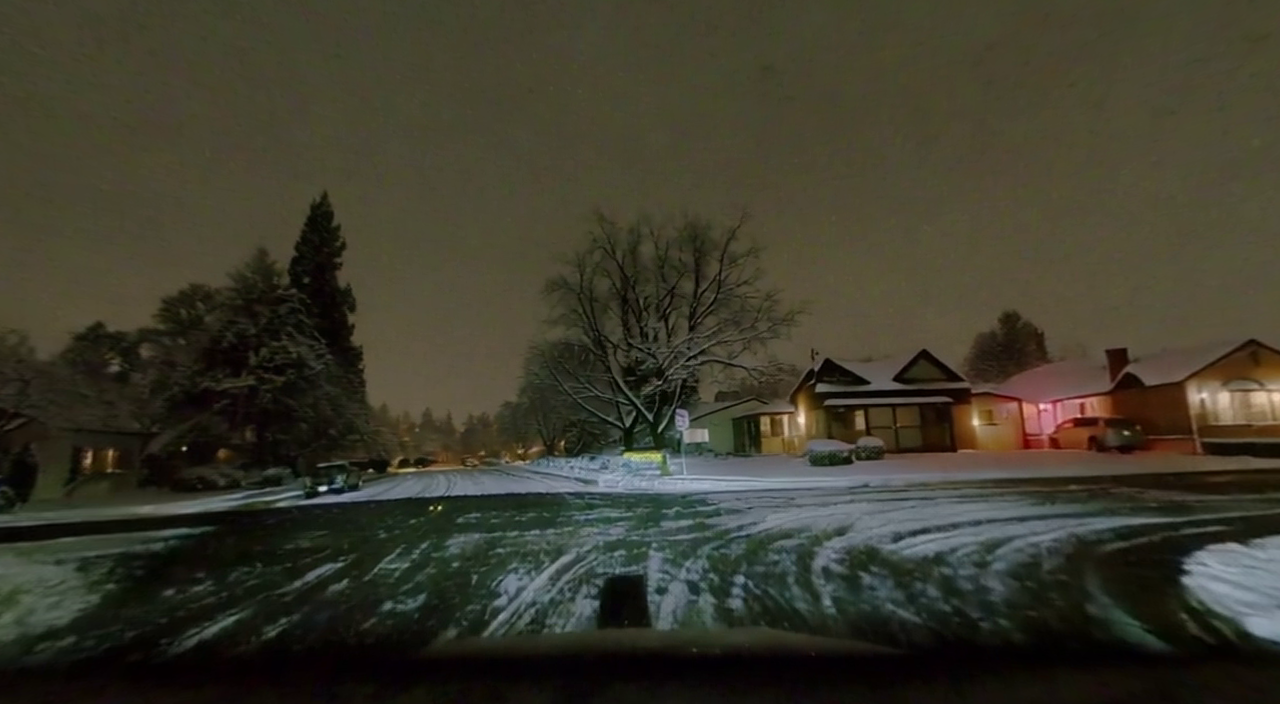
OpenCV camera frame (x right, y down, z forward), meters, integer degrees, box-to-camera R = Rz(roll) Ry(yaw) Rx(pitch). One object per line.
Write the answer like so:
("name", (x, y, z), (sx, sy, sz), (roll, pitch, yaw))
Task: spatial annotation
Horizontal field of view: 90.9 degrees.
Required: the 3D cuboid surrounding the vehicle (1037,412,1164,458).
("vehicle", (20.053, 3.694, 27.809), (1.992, 1.813, 5.079), (-1, -8, 3))
